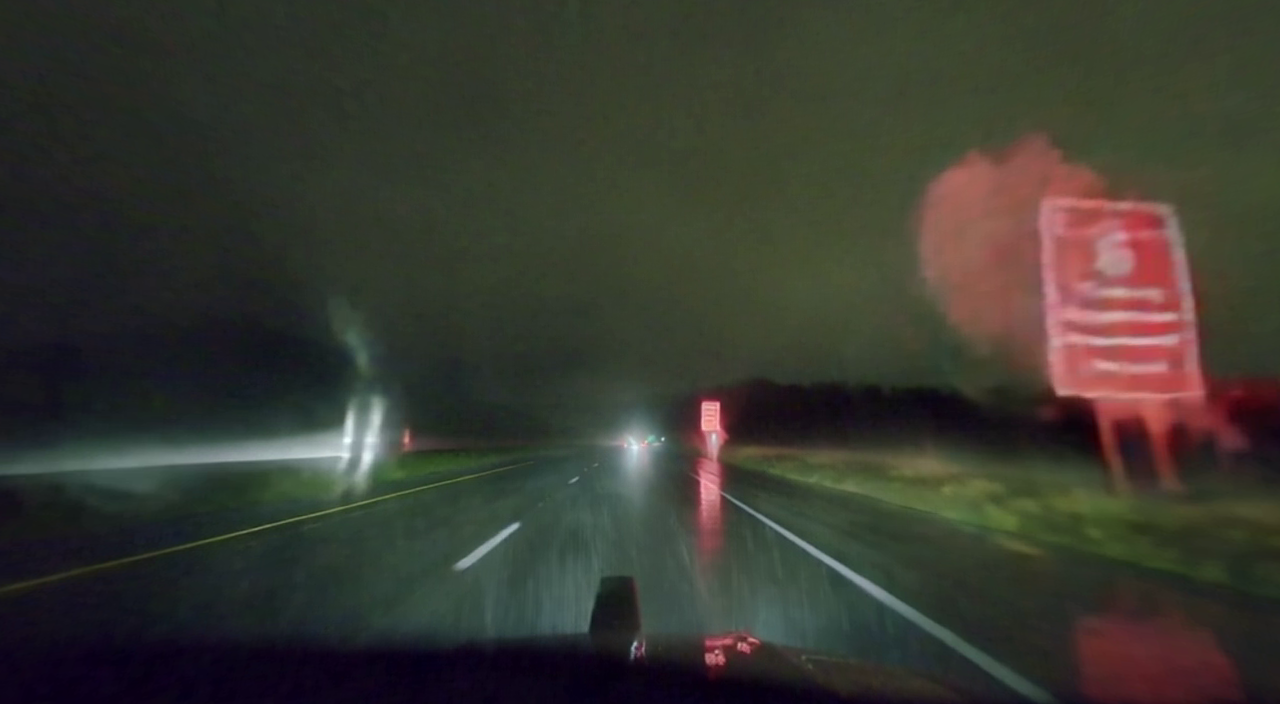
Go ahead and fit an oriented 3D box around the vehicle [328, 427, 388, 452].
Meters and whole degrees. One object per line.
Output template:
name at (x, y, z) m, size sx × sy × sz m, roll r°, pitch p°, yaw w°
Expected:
vehicle at (-17.316, 5.418, 38.828) m, size 1.821 × 1.413 × 4.027 m, roll -1°, pitch -8°, yaw 1°
